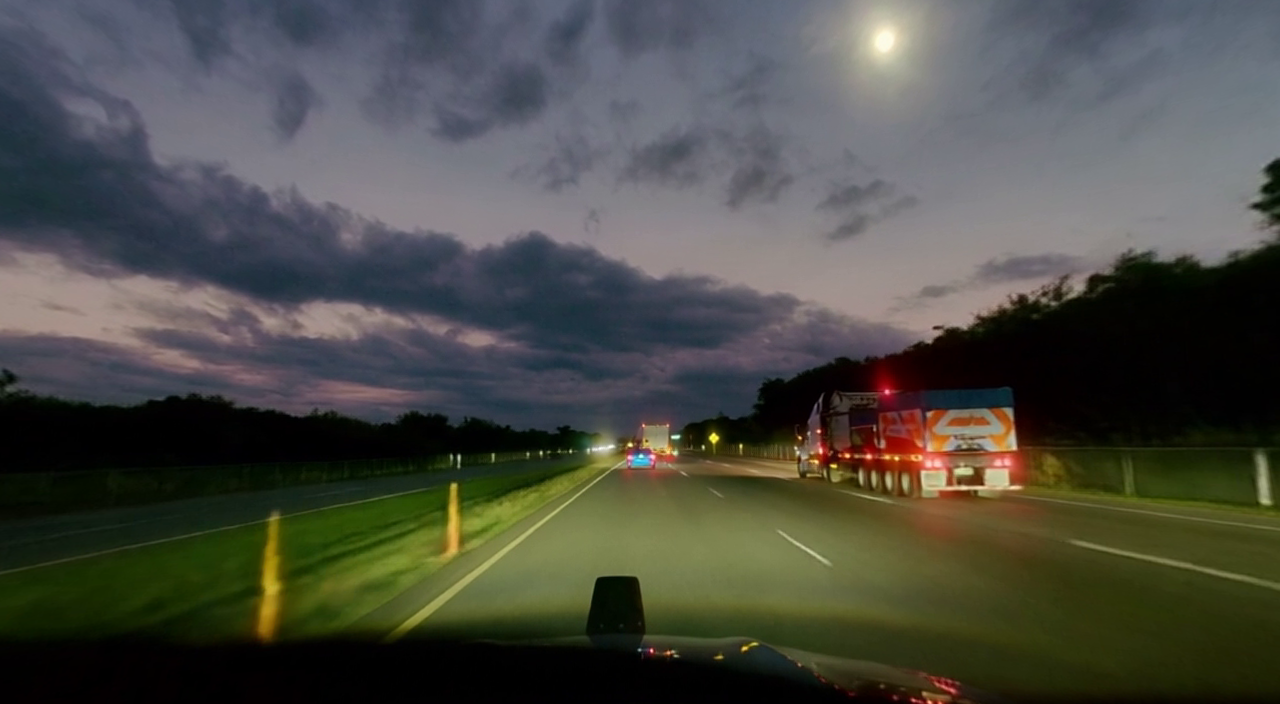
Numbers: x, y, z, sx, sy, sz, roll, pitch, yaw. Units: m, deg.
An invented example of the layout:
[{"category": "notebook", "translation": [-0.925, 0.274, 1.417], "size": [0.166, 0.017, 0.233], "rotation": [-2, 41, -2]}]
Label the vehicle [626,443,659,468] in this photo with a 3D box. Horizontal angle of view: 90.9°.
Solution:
[{"category": "vehicle", "translation": [0.148, 6.854, 41.964], "size": [2.065, 1.573, 3.734], "rotation": [0, -9, 0]}]
